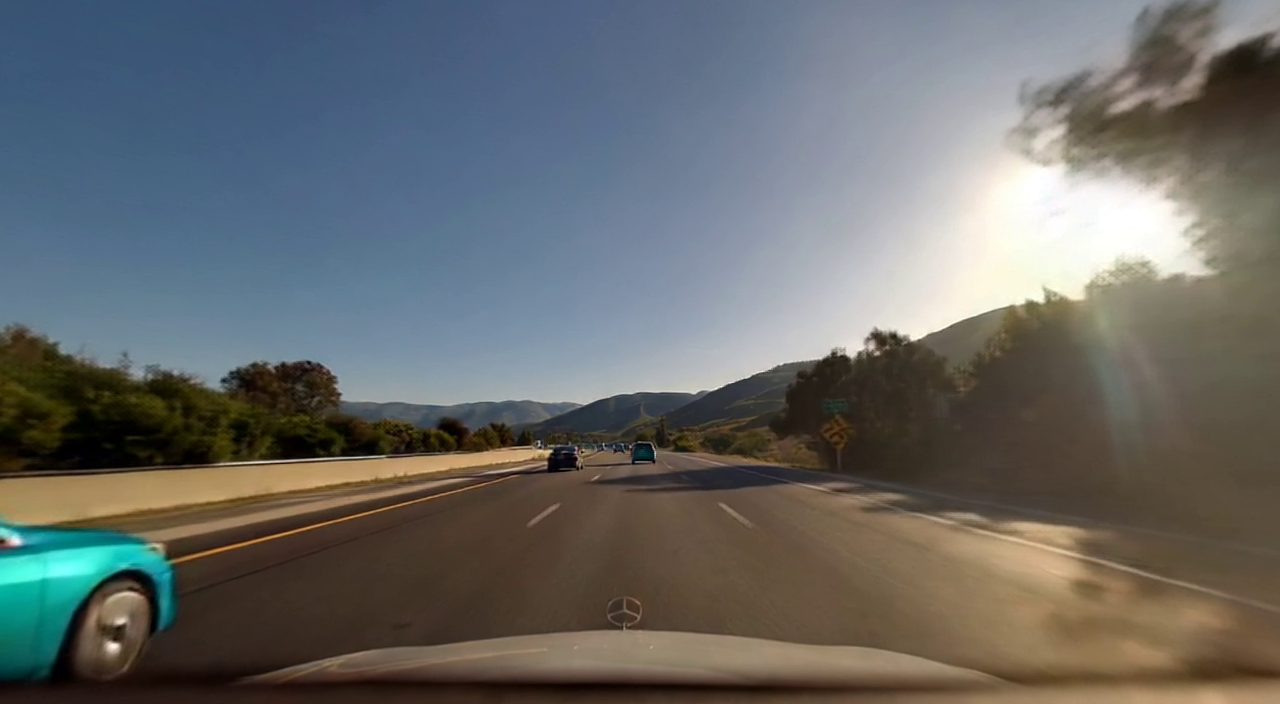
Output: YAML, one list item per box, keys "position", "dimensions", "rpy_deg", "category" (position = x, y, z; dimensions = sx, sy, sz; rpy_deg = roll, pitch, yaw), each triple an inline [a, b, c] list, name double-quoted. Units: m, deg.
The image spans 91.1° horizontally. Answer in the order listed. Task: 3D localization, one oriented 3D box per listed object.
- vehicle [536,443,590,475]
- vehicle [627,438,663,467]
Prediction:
- position: [-3.742, 5.299, 31.431]
  dimensions: [2.082, 1.485, 4.237]
  rpy_deg: [0, -9, 1]
  category: "vehicle"
- position: [0.290, 6.785, 42.473]
  dimensions: [2.272, 1.836, 4.866]
  rpy_deg: [0, -9, 0]
  category: "vehicle"
